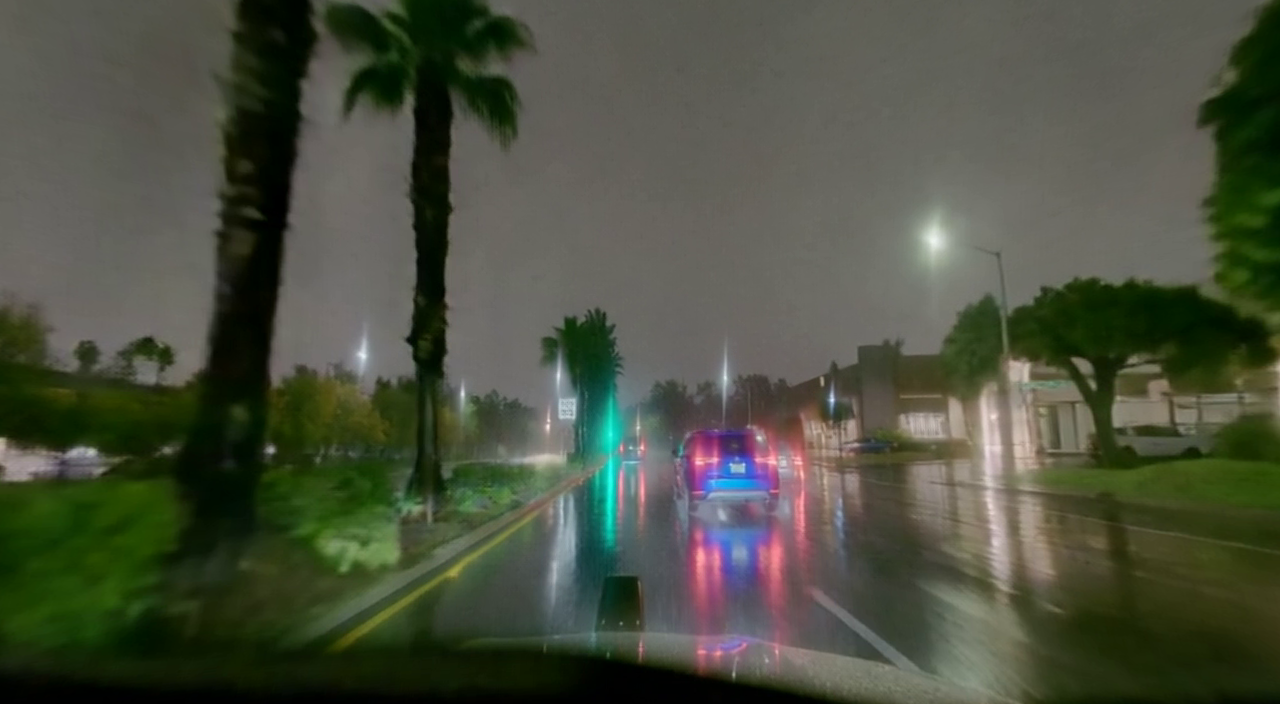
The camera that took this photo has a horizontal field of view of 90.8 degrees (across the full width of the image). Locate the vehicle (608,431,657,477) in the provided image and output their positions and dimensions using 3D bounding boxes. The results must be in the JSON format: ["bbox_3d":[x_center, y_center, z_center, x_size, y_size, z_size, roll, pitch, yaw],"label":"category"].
[{"bbox_3d":[-0.323,4.446,27.782,1.981,1.854,3.983,0,-8,0],"label":"vehicle"}]

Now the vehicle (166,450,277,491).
[{"bbox_3d":[-19.731,5.580,30.092,2.029,1.723,4.639,0,-8,1],"label":"vehicle"}]

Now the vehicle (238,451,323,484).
[{"bbox_3d":[-19.861,6.371,35.196,1.929,1.646,4.716,0,-8,0],"label":"vehicle"}]

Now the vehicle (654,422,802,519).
[{"bbox_3d":[1.612,2.410,13.396,2.239,1.693,4.301,0,-8,-4],"label":"vehicle"}]

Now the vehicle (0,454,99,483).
[{"bbox_3d":[-32.031,6.125,33.393,4.903,1.451,2.031,0,-8,-2],"label":"vehicle"}]

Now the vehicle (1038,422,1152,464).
[{"bbox_3d":[21.212,4.287,29.742,1.894,1.784,4.571,0,-8,0],"label":"vehicle"}]

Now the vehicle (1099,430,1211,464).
[{"bbox_3d":[23.997,4.449,29.641,2.004,1.519,3.714,0,-8,-2],"label":"vehicle"}]

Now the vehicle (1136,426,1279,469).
[{"bbox_3d":[26.481,4.564,29.783,2.023,1.704,4.841,-4,-10,-3],"label":"vehicle"}]

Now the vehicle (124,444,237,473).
[{"bbox_3d":[-31.597,7.333,43.618,5.741,1.939,2.483,0,-8,-2],"label":"vehicle"}]
